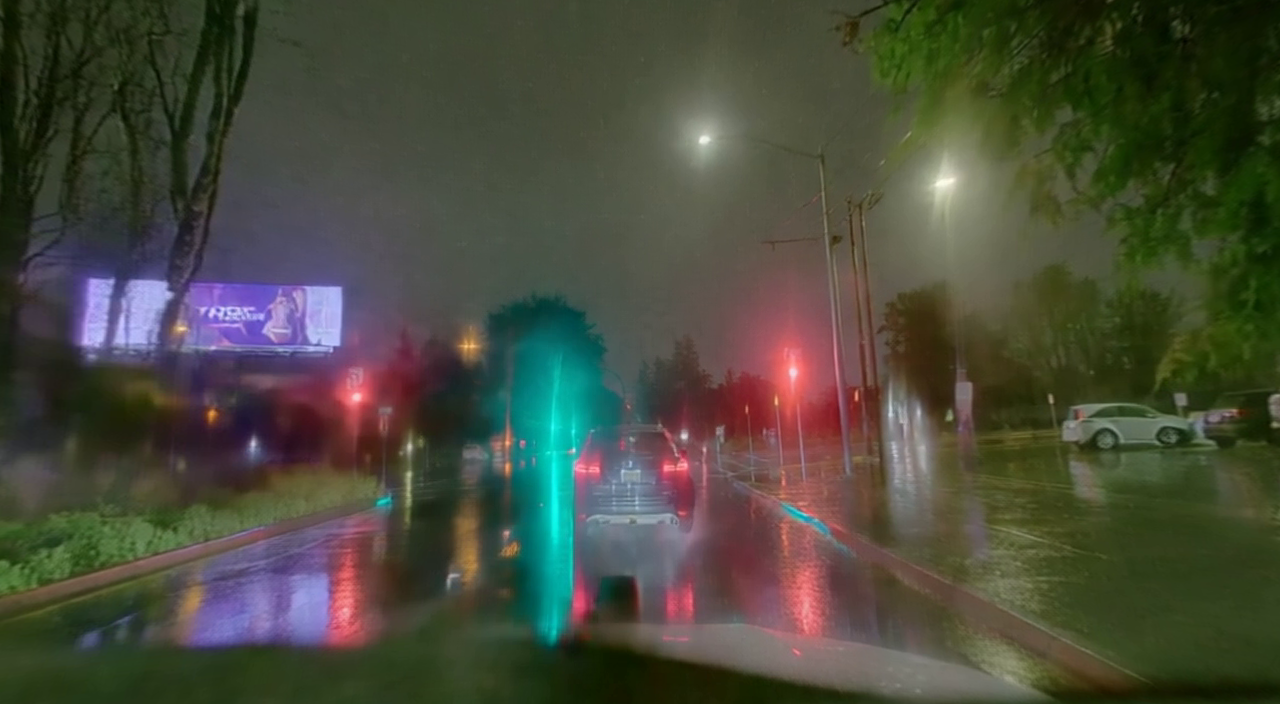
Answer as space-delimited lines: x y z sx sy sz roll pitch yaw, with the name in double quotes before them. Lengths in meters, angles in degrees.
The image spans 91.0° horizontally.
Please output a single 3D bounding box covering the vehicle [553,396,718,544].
"vehicle" -0.083 1.818 10.218 2.142 1.904 3.816 0 -8 -1
